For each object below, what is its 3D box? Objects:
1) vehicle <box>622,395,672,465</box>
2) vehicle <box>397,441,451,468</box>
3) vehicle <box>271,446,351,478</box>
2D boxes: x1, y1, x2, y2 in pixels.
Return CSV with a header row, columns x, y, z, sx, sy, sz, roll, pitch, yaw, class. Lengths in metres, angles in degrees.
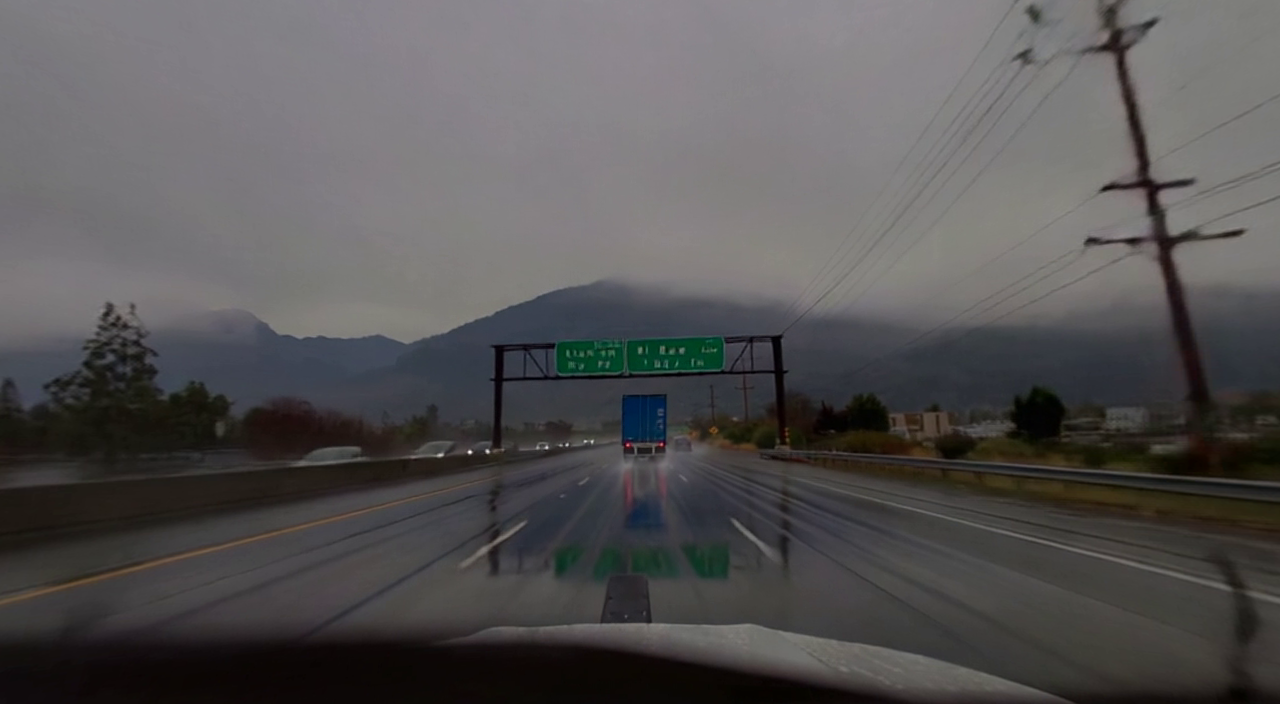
x,y,z,sx,sy,sz,roll,pitch,yaw,class
0.332,5.404,42.765,2.919,4.101,11.541,0,-8,-1,vehicle
-15.811,7.510,46.414,2.107,1.872,5.115,0,-8,1,vehicle
-19.699,6.547,37.971,2.178,1.774,4.795,0,-8,0,vehicle
